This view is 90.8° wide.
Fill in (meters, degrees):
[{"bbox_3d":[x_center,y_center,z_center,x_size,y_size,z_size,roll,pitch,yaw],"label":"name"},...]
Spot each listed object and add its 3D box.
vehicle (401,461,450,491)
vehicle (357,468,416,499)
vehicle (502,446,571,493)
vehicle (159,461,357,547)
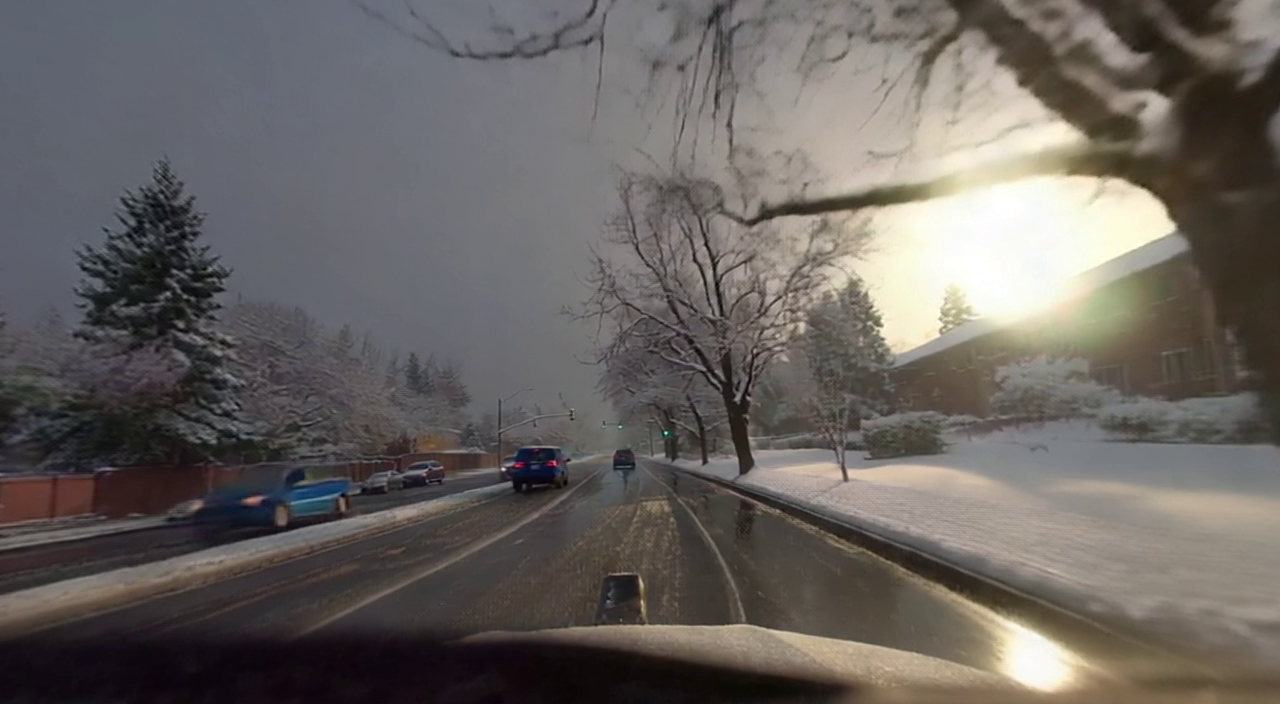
[{"bbox_3d":[-15.404,8.890,45.600,1.996,1.886,4.692,-3,-9,-1],"label":"vehicle"},{"bbox_3d":[-15.459,8.027,38.851,1.880,1.476,4.715,-3,-9,-2],"label":"vehicle"},{"bbox_3d":[-4.204,4.818,26.323,2.097,1.755,4.336,-1,-9,1],"label":"vehicle"},{"bbox_3d":[-8.876,3.513,15.251,2.005,1.471,4.475,-5,-9,0],"label":"vehicle"}]
